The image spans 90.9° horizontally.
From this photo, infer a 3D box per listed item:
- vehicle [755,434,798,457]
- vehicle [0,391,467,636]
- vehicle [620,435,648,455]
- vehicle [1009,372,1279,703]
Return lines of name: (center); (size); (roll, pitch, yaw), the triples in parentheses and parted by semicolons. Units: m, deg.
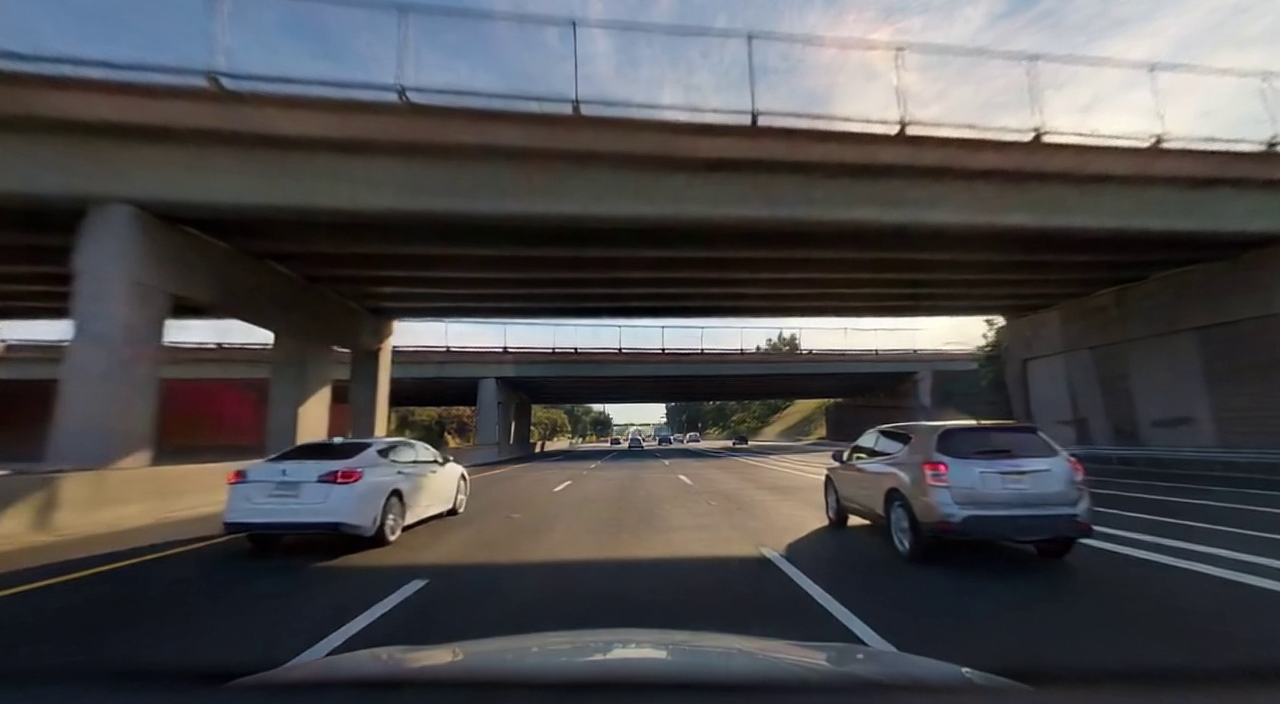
vehicle: (9.307, 6.367, 43.154); (1.921, 1.477, 4.132); (0, -8, -2)
vehicle: (-3.472, 1.393, 6.621); (1.993, 1.629, 4.674); (0, -8, 0)
vehicle: (-0.474, 7.195, 48.865); (2.103, 1.512, 4.155); (0, -8, -1)
vehicle: (3.596, 0.798, 1.578); (2.240, 1.646, 4.949); (0, -8, -2)
